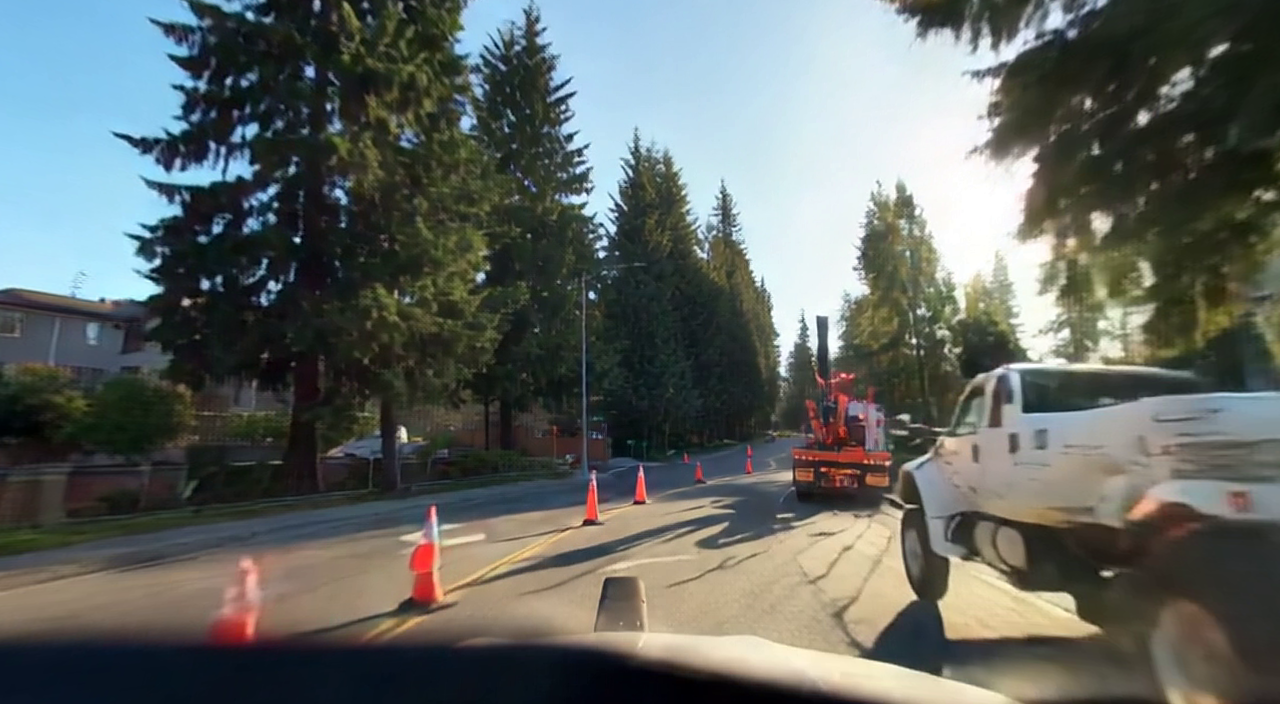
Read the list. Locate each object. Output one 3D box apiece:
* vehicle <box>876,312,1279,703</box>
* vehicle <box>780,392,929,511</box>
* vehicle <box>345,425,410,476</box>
[{"bbox_3d":[3.418,1.070,5.109,1.913,2.241,3.024,-1,-7,3],"label":"vehicle"},{"bbox_3d":[5.957,2.647,17.595,3.098,2.601,6.758,-3,-8,19],"label":"vehicle"},{"bbox_3d":[-13.536,5.079,32.748,2.665,2.465,1.532,4,-8,-12],"label":"vehicle"}]
